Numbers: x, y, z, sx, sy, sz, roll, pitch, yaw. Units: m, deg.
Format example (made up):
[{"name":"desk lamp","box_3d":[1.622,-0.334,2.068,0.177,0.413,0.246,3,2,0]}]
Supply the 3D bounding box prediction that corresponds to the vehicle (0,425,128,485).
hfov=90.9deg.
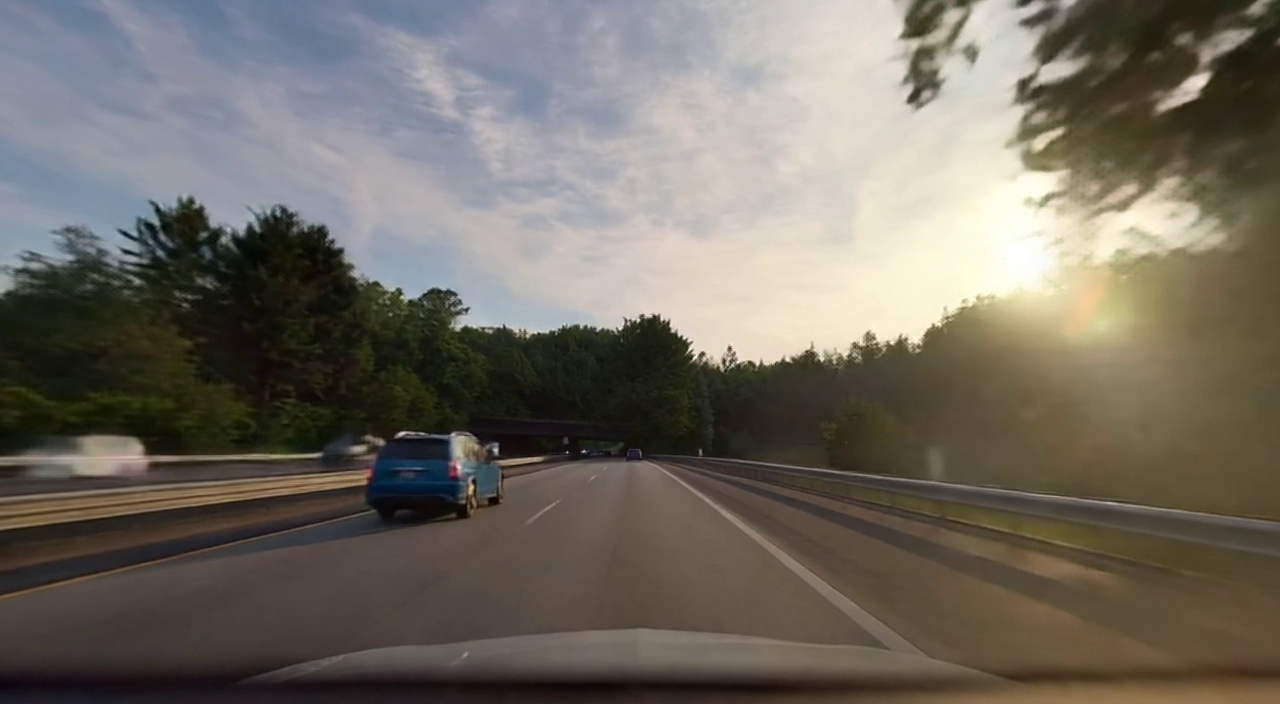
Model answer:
[{"name":"vehicle","box_3d":[-16.898,2.823,17.300,1.825,1.477,4.578,0,-9,0]}]

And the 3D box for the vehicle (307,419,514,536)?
[{"name":"vehicle","box_3d":[-3.952,2.267,11.903,2.135,1.755,4.476,0,-9,1]}]
